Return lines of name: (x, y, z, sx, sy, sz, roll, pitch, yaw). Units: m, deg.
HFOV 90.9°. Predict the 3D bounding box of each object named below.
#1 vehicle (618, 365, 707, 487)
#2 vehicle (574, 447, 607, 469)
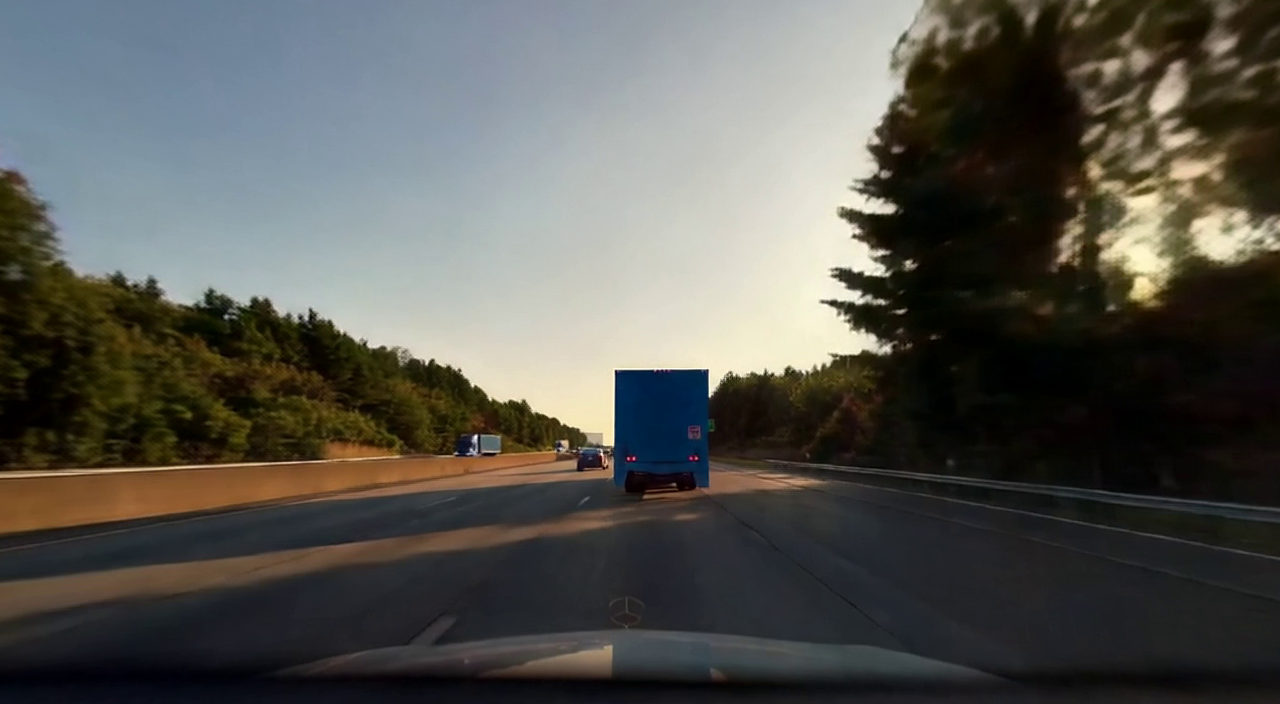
vehicle: (0.676, 3.183, 25.679, 2.898, 3.973, 10.063, 0, -9, 0)
vehicle: (-3.431, 7.412, 44.126, 1.985, 1.482, 3.923, 0, -9, 0)
